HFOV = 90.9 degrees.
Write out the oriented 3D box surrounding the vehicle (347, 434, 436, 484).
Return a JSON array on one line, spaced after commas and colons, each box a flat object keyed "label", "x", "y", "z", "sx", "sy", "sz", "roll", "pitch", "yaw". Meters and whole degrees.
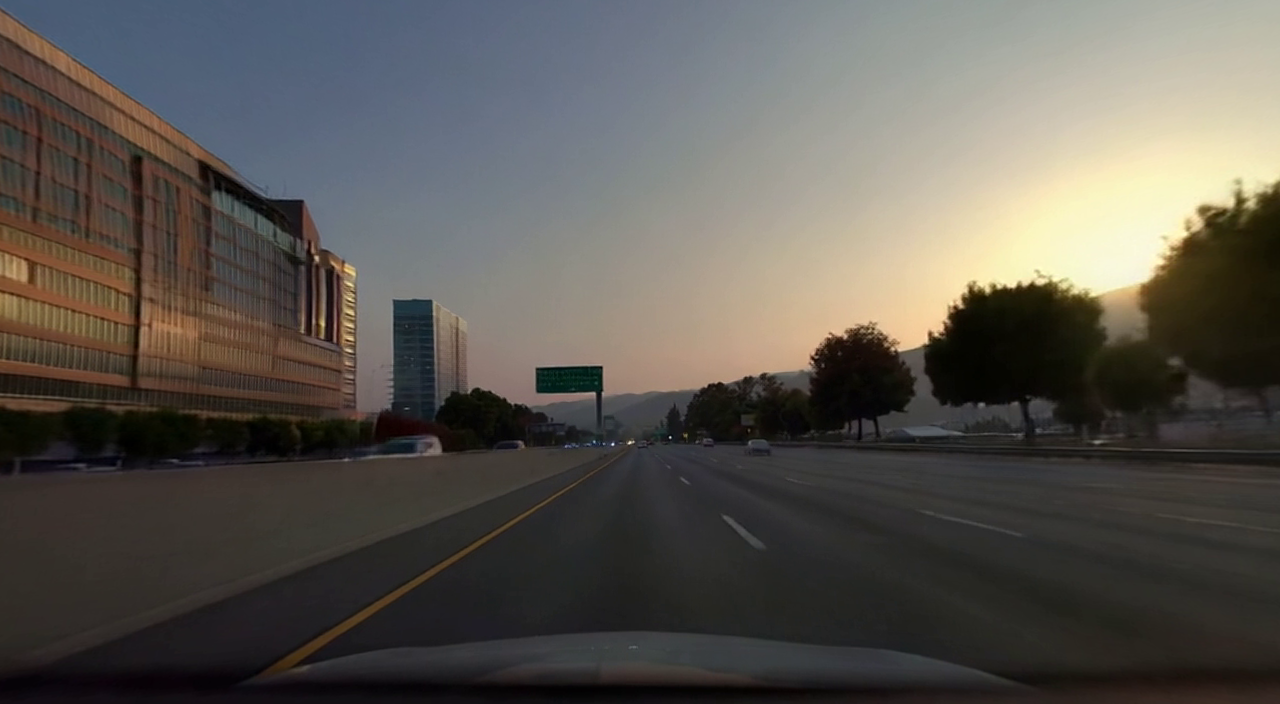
[{"label": "vehicle", "x": -11.141, "y": 4.819, "z": 28.727, "sx": 2.112, "sy": 2.072, "sz": 4.744, "roll": 0, "pitch": -8, "yaw": 0}]
